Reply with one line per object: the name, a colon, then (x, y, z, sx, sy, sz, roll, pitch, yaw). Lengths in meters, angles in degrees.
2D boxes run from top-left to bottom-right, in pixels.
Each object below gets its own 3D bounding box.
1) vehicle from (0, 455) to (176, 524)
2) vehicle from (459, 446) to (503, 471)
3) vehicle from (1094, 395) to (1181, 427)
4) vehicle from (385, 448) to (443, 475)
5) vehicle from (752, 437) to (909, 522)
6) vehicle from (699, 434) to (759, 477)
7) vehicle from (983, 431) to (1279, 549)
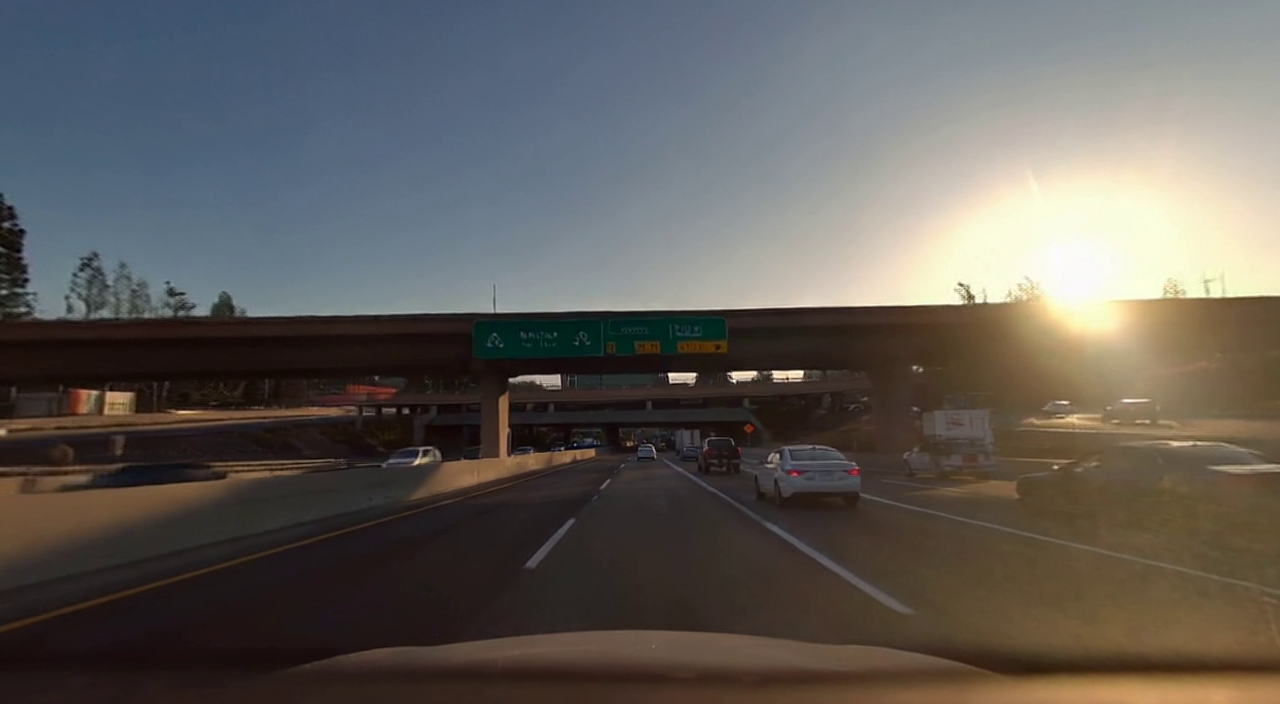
vehicle: (-14.972, 3.519, 16.704, 1.897, 1.497, 4.446, 0, -8, 1)
vehicle: (-11.394, 7.646, 45.601, 1.894, 1.647, 4.514, 0, -8, 2)
vehicle: (33.504, 4.046, 42.681, 2.131, 1.840, 4.870, -1, -8, 4)
vehicle: (-15.071, 7.284, 42.312, 1.968, 1.663, 5.013, 0, -8, 1)
vehicle: (3.805, 2.606, 13.514, 1.902, 1.481, 4.451, 0, -8, -1)
vehicle: (4.150, 4.920, 30.245, 2.086, 1.858, 4.737, 0, -8, -1)
vehicle: (7.751, 2.074, 10.221, 1.919, 1.476, 4.303, 0, -8, 0)
